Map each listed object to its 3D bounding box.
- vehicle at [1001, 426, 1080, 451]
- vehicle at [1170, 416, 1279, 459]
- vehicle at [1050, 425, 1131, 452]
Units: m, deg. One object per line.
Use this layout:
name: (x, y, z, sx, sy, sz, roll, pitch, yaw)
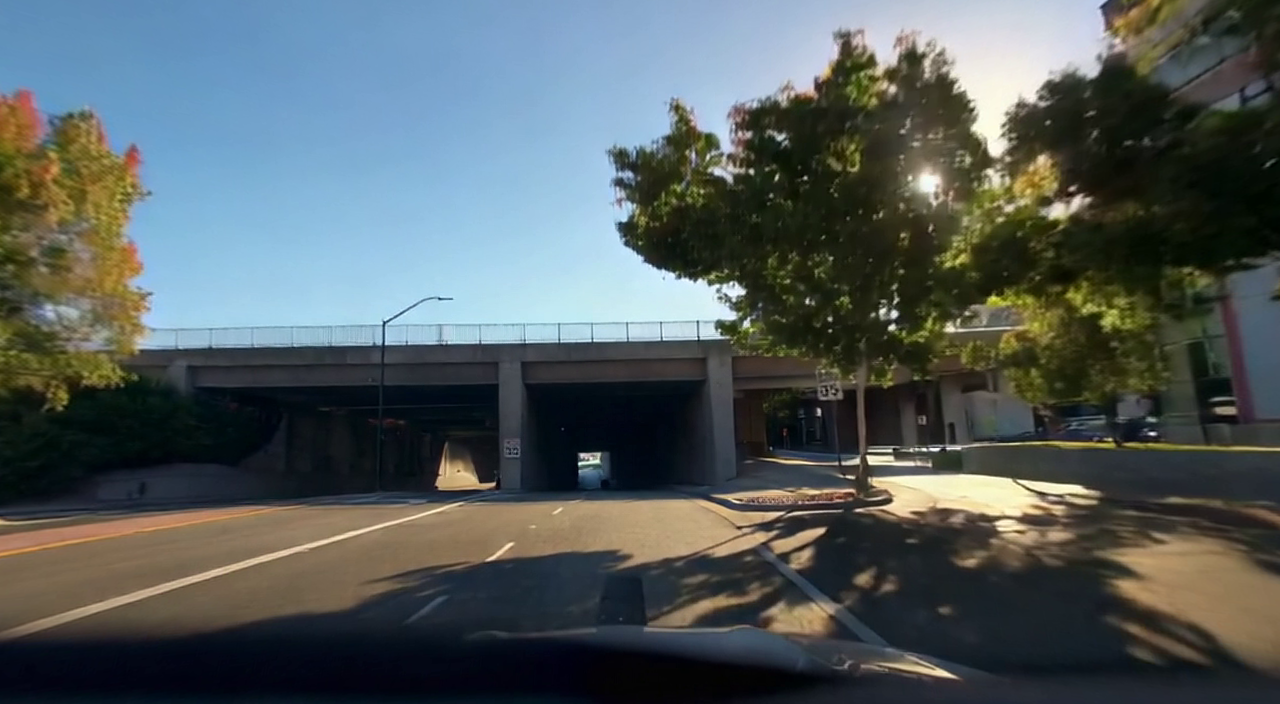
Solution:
vehicle: (24.677, 5.381, 39.105, 1.931, 1.465, 4.207, 0, -8, -4)
vehicle: (25.175, 3.520, 26.433, 1.794, 1.488, 4.553, 0, -4, -5)
vehicle: (27.386, 5.242, 38.559, 1.901, 1.525, 3.948, -1, -7, -3)
